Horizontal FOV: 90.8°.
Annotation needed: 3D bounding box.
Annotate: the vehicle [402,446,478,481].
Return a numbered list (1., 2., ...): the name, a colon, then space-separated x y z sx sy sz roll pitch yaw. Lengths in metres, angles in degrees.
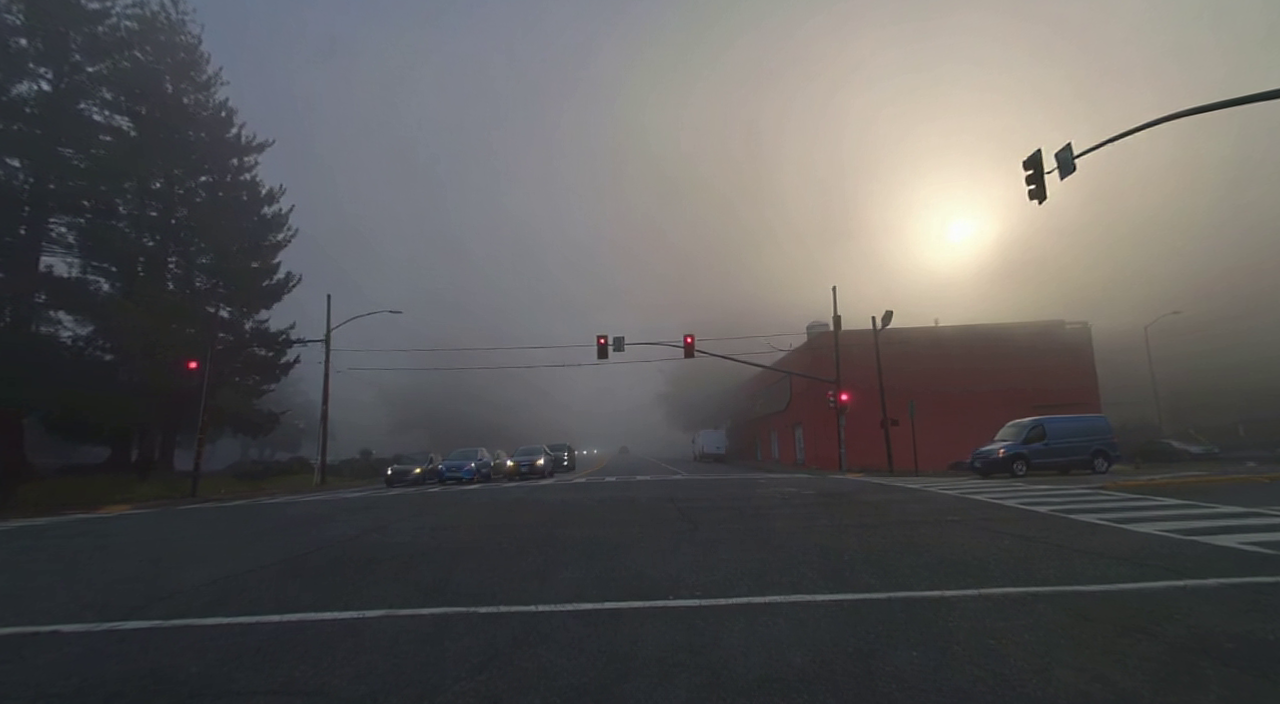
1. vehicle: -9.008 5.030 28.879 2.024 1.460 4.381 0 -9 0

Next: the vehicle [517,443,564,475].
1. vehicle: -4.788 5.188 30.908 1.846 1.416 4.228 0 -9 -3

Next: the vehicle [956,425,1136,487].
1. vehicle: 14.843 3.760 23.123 5.910 2.046 2.228 3 -9 -19

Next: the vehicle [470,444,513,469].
1. vehicle: -9.019 6.371 38.755 1.779 1.460 4.463 0 -9 -3
